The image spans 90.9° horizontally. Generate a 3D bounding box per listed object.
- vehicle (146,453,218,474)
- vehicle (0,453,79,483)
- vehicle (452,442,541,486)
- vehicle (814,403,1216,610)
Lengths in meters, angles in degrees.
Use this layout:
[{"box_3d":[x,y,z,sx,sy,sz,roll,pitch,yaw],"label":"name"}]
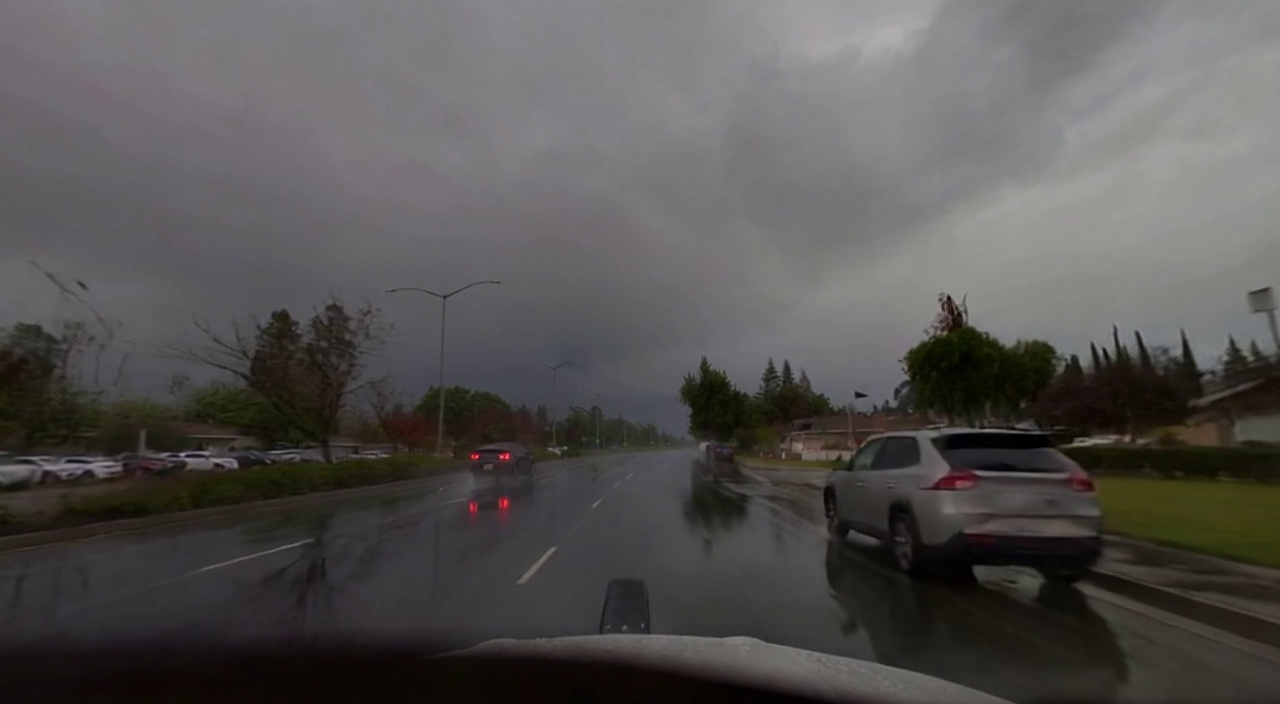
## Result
[{"box_3d":[-34.194,8.334,47.162,3.856,1.439,1.884,2,-9,-12],"label":"vehicle"},{"box_3d":[-30.499,5.614,30.611,4.390,1.387,1.936,1,-9,-8],"label":"vehicle"},{"box_3d":[-5.210,4.130,23.586,2.060,1.473,4.645,0,-8,2],"label":"vehicle"},{"box_3d":[3.772,1.633,7.666,2.064,1.697,4.718,0,-8,2],"label":"vehicle"}]
